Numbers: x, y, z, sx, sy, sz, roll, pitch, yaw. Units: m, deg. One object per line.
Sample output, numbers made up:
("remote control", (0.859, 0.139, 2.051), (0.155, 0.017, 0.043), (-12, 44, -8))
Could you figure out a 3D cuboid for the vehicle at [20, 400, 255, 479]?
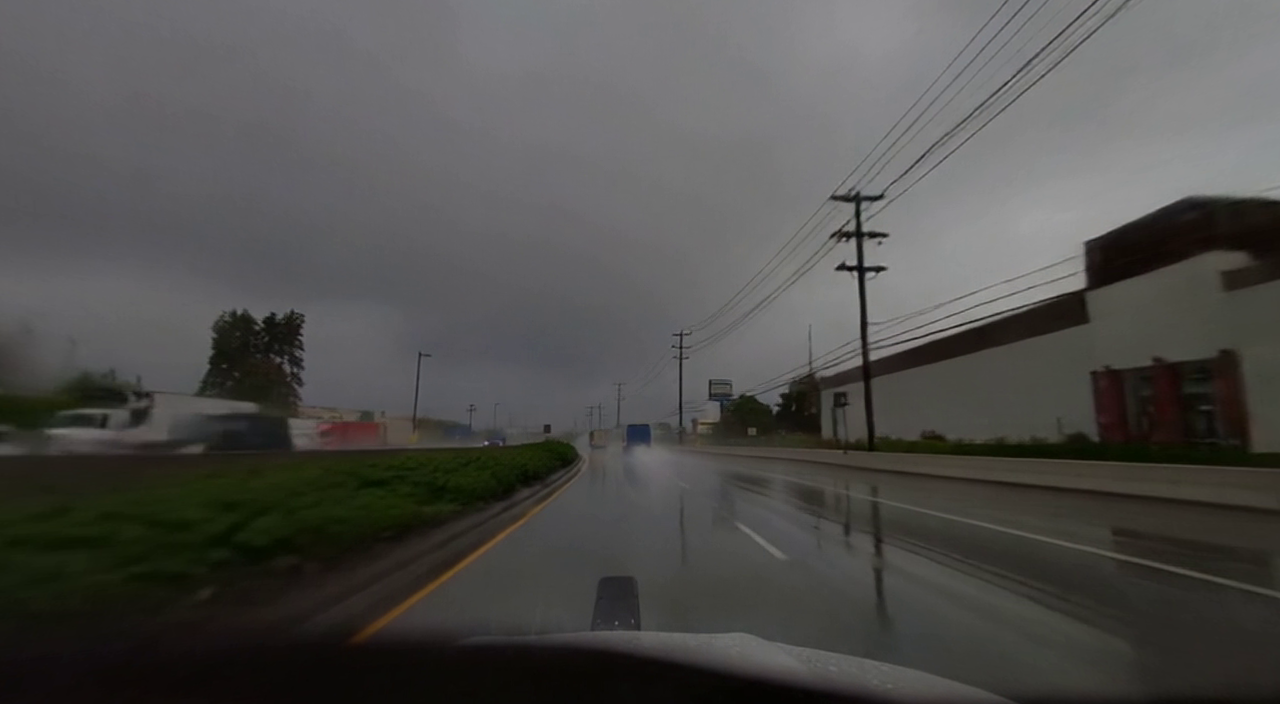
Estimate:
("vehicle", (-11.508, 2.074, 14.946), (2.009, 1.574, 4.419), (0, -8, -2))
